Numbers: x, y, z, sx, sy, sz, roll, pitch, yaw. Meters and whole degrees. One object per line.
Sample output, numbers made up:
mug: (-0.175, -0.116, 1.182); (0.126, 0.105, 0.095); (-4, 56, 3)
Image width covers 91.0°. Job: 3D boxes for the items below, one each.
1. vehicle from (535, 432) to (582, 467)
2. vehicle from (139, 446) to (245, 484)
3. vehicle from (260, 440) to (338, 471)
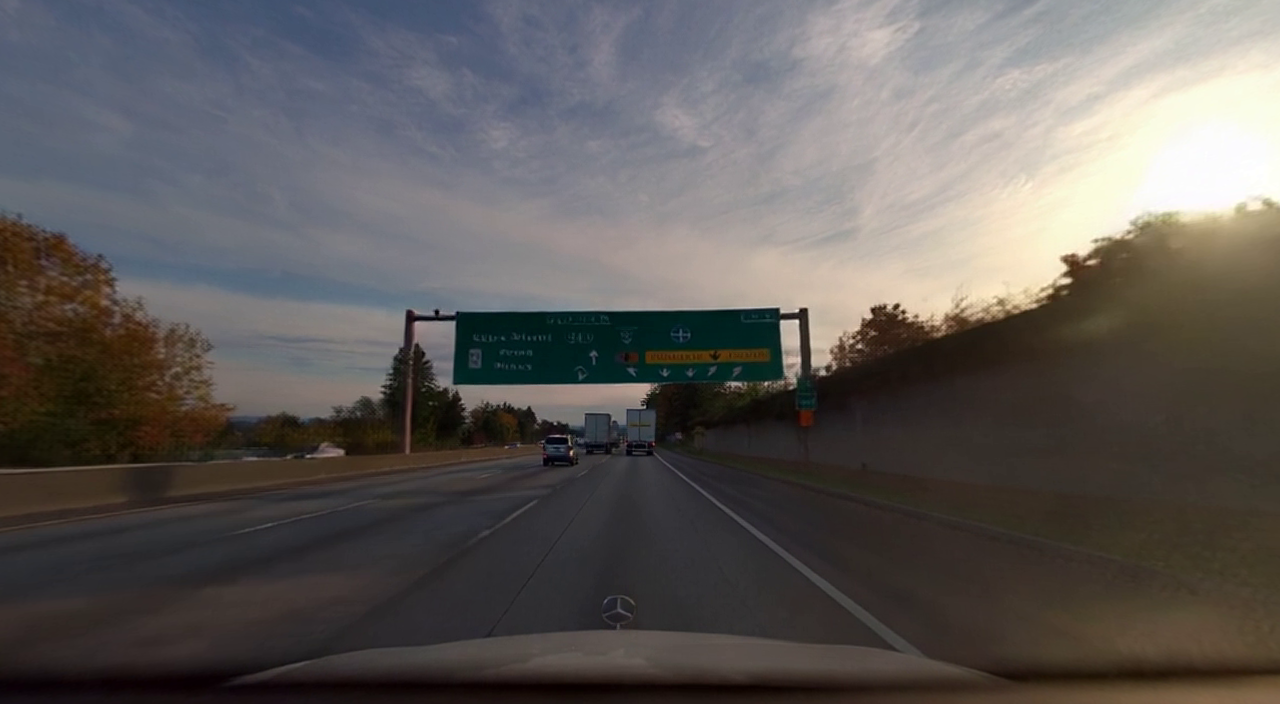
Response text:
vehicle: (-4.494, 5.442, 35.373); (2.127, 1.839, 4.984); (0, -8, -2)
vehicle: (-19.025, 4.778, 26.977); (1.720, 1.436, 3.804); (0, -8, 0)
vehicle: (-23.090, 6.994, 42.945); (2.199, 1.919, 5.601); (0, -8, -1)
